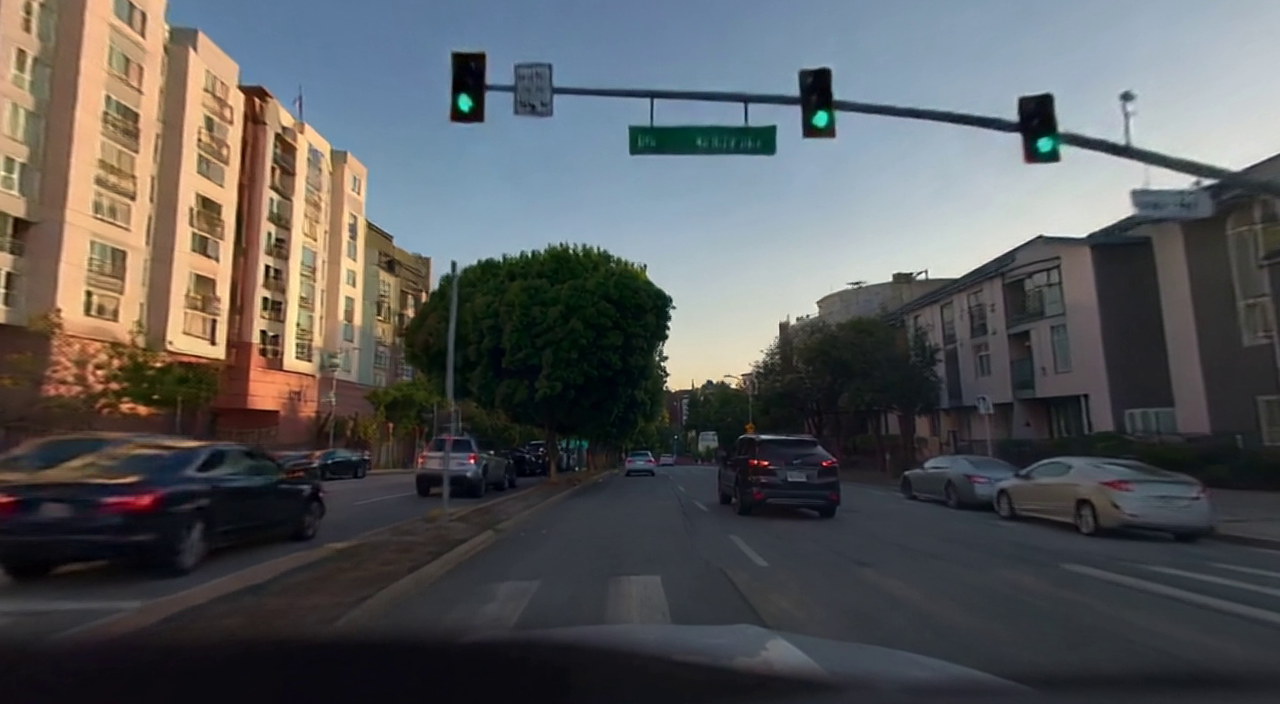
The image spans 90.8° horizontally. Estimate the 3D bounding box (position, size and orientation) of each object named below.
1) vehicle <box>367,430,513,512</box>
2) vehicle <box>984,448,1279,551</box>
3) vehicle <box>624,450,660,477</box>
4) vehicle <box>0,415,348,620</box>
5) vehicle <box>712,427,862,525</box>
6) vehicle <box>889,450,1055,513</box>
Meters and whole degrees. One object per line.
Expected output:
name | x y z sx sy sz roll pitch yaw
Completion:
vehicle | -4.995 3.049 16.729 2.275 1.816 4.923 0 -8 -1
vehicle | 9.068 2.640 12.238 1.962 1.542 4.999 0 -8 0
vehicle | 0.075 6.833 38.971 2.059 1.492 4.033 0 -8 -2
vehicle | -5.514 1.672 7.267 2.062 1.532 4.830 -2 -9 0
vehicle | 3.088 2.715 14.482 2.129 1.844 4.767 0 -8 -2
vehicle | 8.976 3.507 17.692 1.953 1.455 4.883 0 -8 -1
